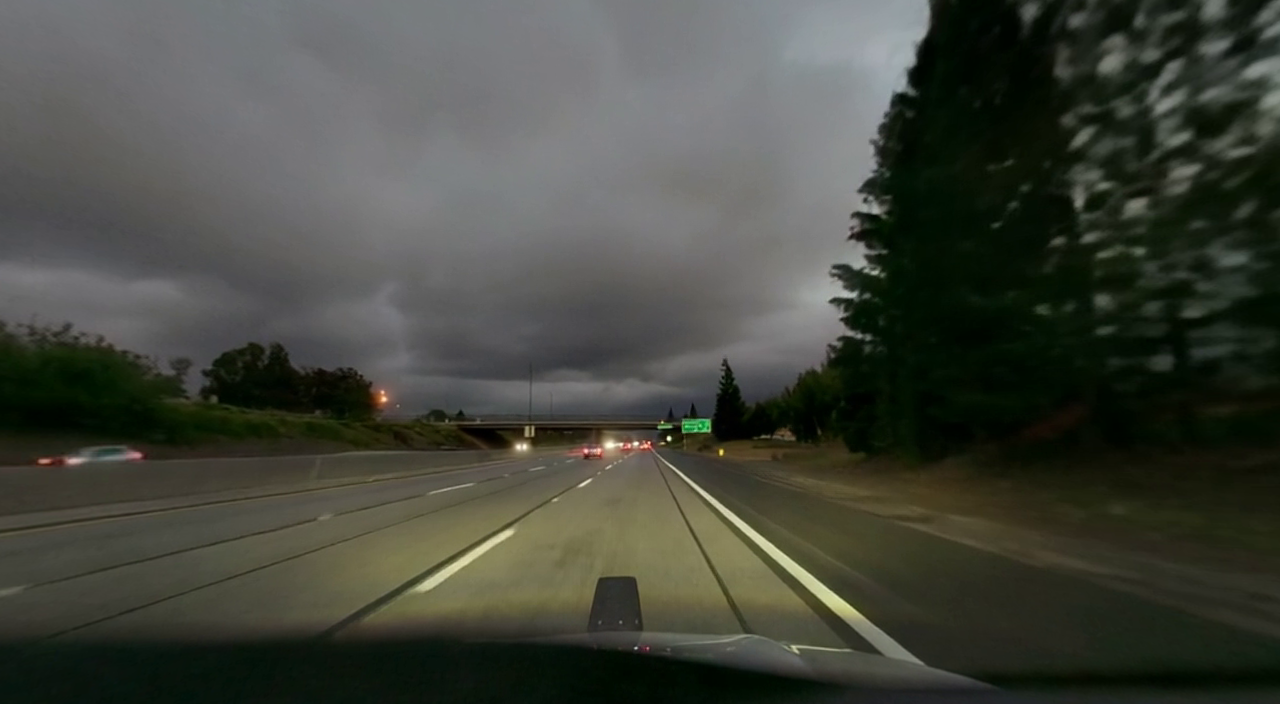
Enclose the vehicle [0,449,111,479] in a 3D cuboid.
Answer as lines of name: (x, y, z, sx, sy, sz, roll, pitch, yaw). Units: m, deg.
vehicle: (-32.320, 6.173, 35.026, 1.844, 1.517, 4.513, 0, -9, 0)
